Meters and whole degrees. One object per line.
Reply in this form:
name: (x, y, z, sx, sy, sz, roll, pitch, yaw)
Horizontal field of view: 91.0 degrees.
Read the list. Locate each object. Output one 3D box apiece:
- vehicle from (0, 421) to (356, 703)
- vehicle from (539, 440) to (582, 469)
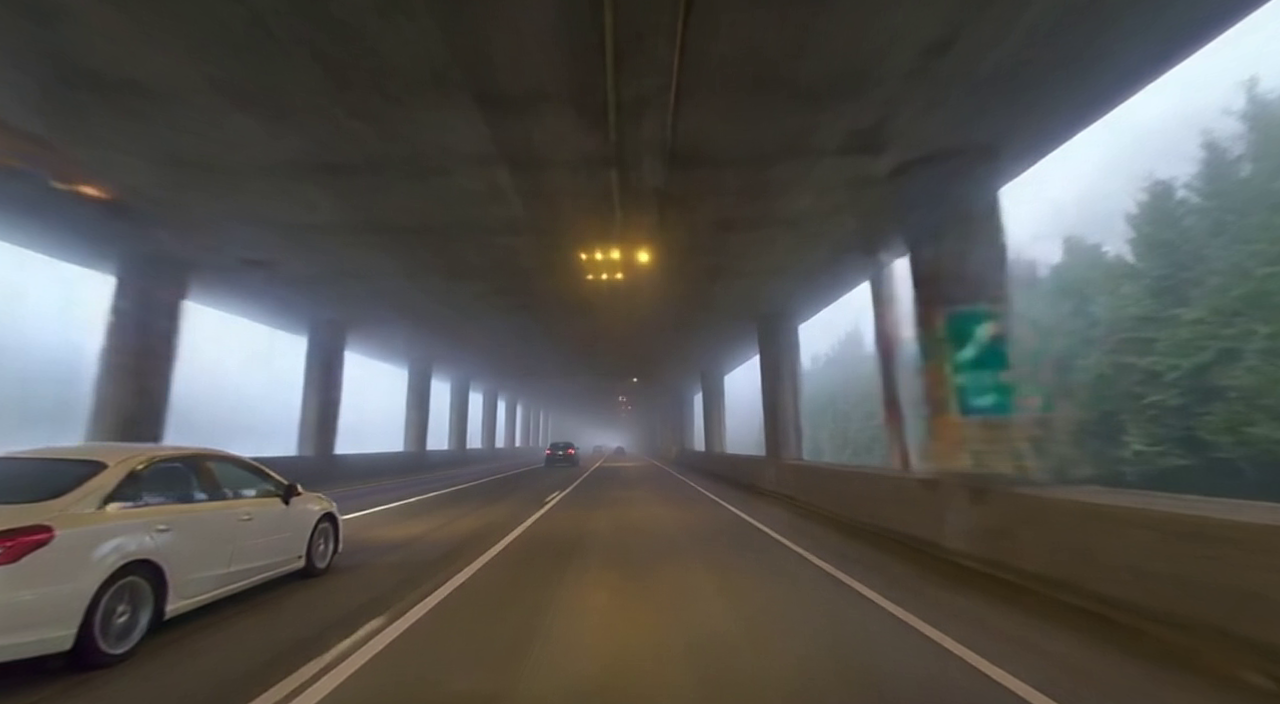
vehicle: (-3.984, 1.275, 4.520, 1.885, 1.424, 4.230, -1, -8, 1)
vehicle: (-4.393, 5.717, 35.350, 1.973, 1.474, 4.199, 0, -8, -1)
